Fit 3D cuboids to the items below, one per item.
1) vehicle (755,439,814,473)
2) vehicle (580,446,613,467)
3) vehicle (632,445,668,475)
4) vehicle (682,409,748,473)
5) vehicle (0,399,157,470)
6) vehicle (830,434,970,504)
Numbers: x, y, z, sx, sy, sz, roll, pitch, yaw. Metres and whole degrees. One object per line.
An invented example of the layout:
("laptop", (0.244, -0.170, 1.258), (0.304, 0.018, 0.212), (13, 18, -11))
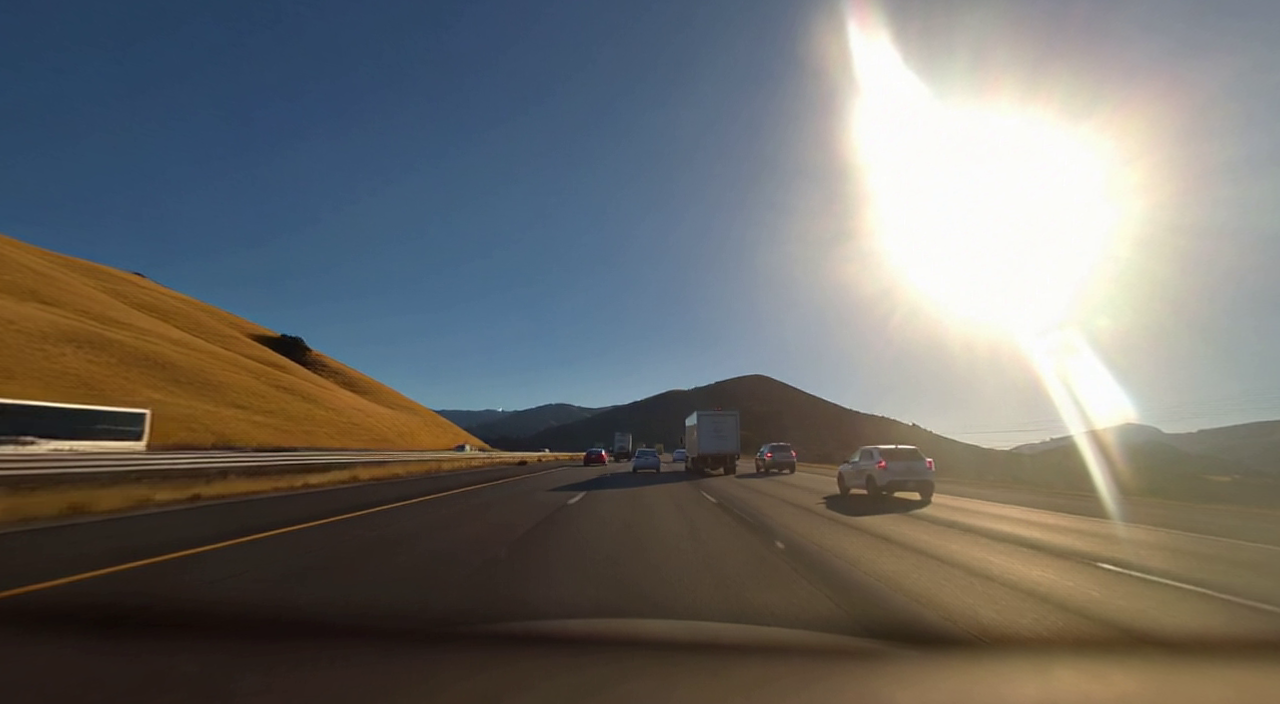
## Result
("vehicle", (7.945, 5.763, 35.132), (2.143, 1.775, 4.729), (0, -9, 0))
("vehicle", (-3.179, 7.761, 46.889), (2.132, 1.506, 4.256), (0, -9, 0))
("vehicle", (0.554, 5.899, 34.572), (1.866, 1.492, 3.932), (0, -9, 1))
("vehicle", (4.644, 5.875, 41.450), (3.130, 3.607, 11.129), (0, -9, 1))
("vehicle", (-37.797, 5.130, 38.930), (2.881, 3.999, 15.945), (0, -9, 2))
("vehicle", (7.024, 3.194, 17.627), (2.044, 1.676, 4.421), (0, -9, 0))
